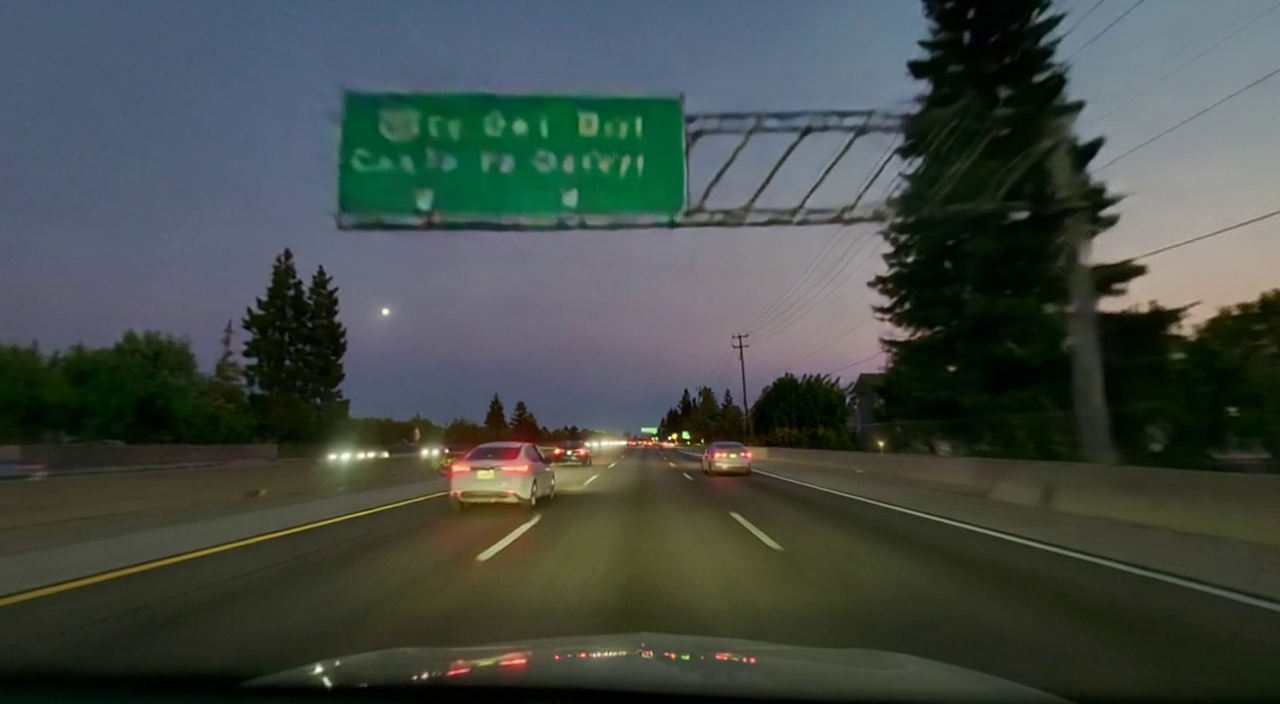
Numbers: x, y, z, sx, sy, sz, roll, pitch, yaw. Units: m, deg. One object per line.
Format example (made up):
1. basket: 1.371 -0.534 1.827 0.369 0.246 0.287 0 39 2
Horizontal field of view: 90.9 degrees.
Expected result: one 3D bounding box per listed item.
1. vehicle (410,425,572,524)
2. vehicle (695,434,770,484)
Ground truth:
1. vehicle: -2.686 2.326 12.546 2.049 1.620 4.153 0 -8 2
2. vehicle: 3.149 3.733 22.255 1.996 1.579 3.841 0 -8 -1
